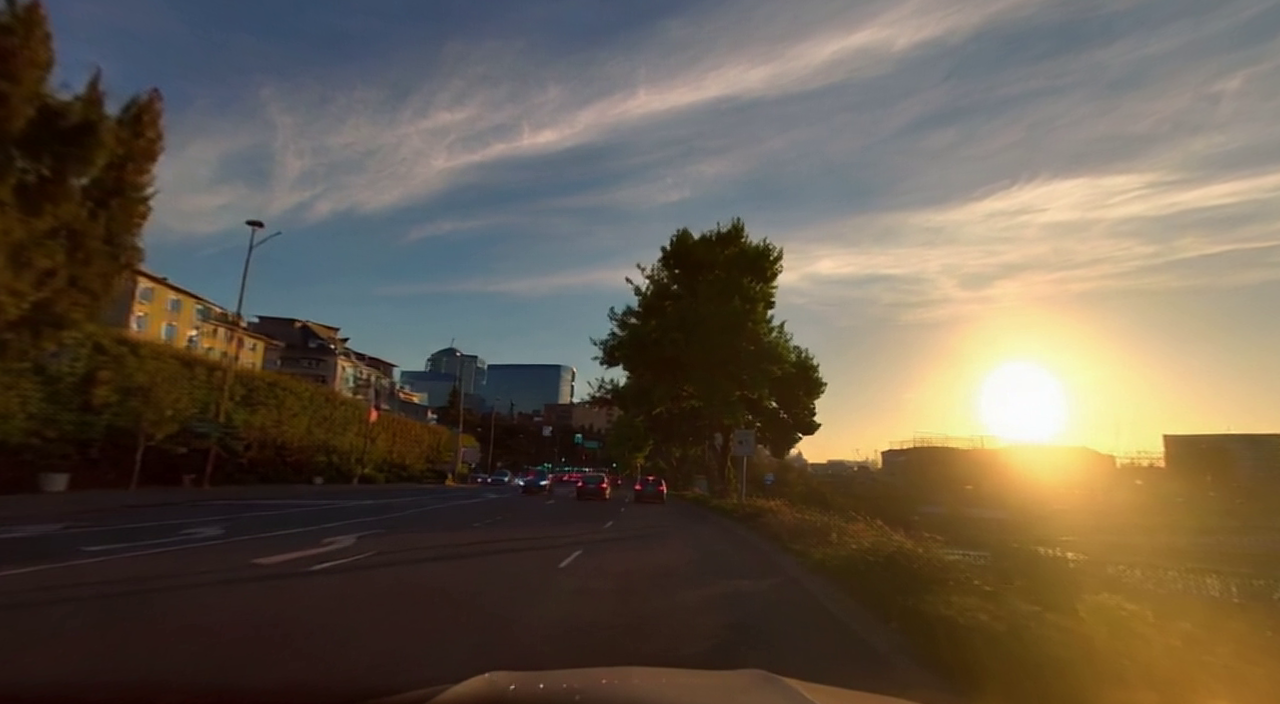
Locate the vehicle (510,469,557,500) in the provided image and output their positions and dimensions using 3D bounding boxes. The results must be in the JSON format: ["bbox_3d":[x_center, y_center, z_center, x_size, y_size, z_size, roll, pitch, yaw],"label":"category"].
[{"bbox_3d":[-5.965,7.438,35.696,2.016,1.573,4.259,1,-10,-1],"label":"vehicle"}]

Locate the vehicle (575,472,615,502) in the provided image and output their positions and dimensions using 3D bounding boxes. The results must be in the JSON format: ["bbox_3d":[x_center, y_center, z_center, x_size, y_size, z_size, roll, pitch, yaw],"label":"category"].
[{"bbox_3d":[-2.501,7.672,36.067,2.030,1.441,4.806,1,-10,-1],"label":"vehicle"}]

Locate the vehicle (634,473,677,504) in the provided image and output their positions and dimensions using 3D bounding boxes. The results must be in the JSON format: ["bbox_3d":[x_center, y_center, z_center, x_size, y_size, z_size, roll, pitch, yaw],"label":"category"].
[{"bbox_3d":[0.791,7.334,34.044,2.129,1.471,4.258,1,-10,-1],"label":"vehicle"}]
